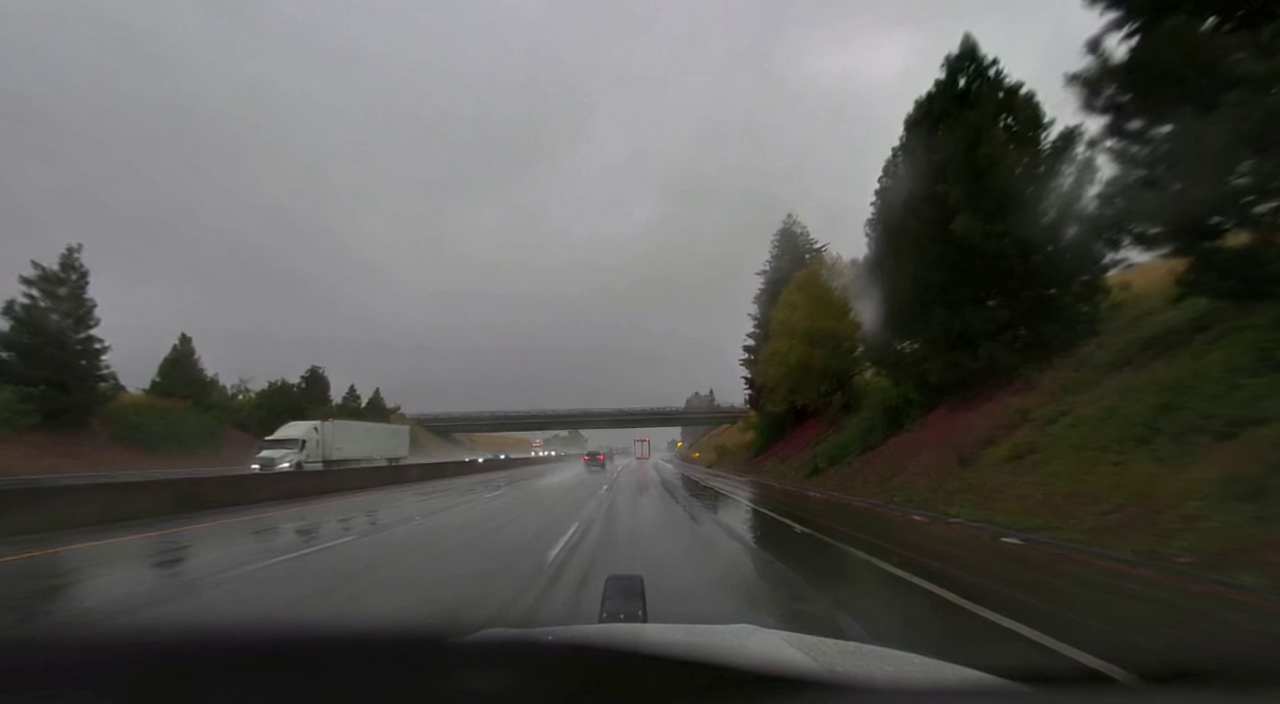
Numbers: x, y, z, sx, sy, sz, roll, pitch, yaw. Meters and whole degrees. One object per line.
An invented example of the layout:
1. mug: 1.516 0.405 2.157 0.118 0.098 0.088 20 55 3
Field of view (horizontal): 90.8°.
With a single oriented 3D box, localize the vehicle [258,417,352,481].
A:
1. vehicle: -22.444 6.582 42.693 2.983 3.987 5.851 0 -9 -1
